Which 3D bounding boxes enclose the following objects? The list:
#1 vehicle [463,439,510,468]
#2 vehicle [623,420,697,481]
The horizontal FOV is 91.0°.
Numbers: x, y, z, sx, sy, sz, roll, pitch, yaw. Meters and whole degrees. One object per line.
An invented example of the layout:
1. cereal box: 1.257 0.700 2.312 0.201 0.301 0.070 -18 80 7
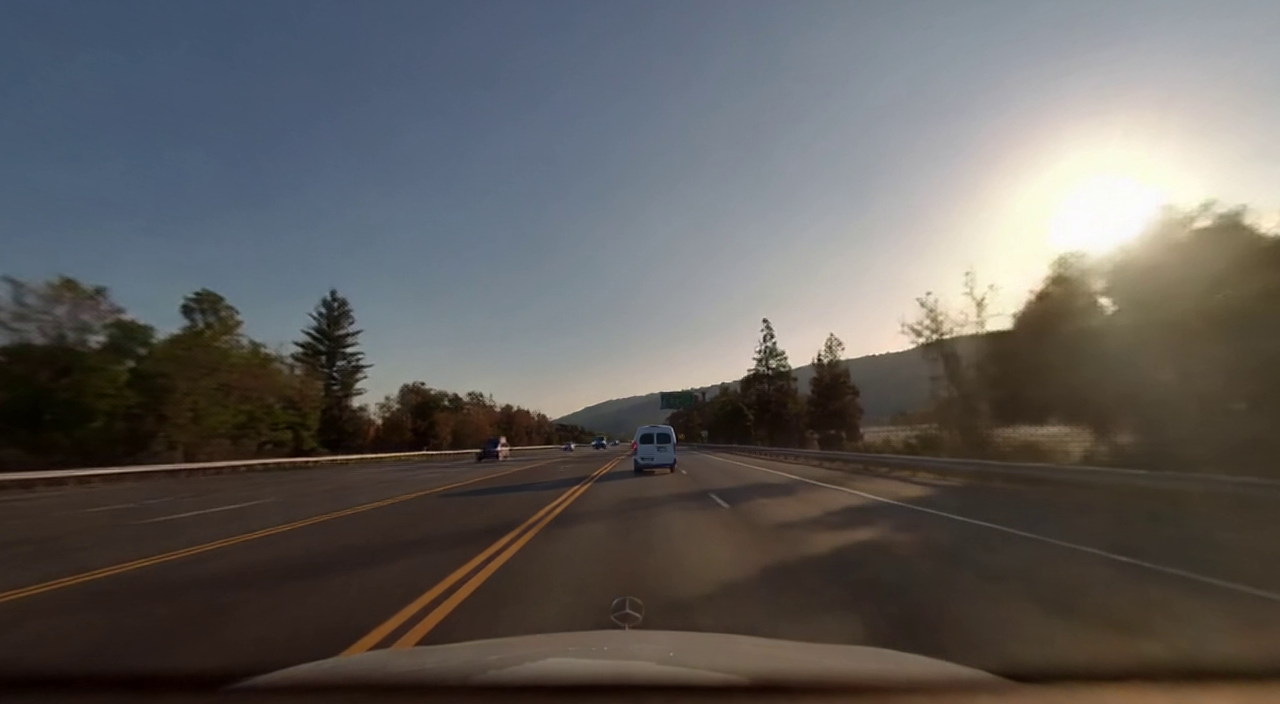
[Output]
1. vehicle: -10.483 6.936 43.259 2.023 1.876 4.204 0 -8 2
2. vehicle: 0.729 3.619 23.403 2.469 2.027 4.554 0 -8 2
